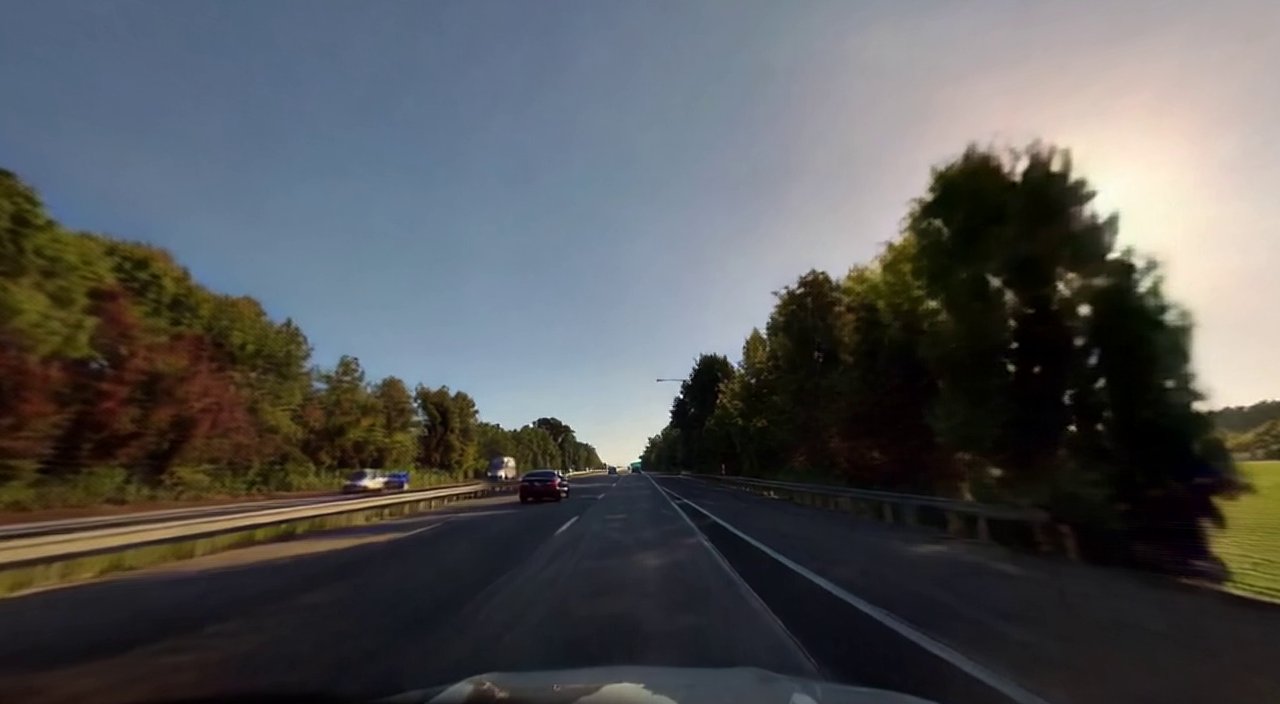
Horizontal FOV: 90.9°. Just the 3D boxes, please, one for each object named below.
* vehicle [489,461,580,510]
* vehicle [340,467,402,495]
[{"bbox_3d":[-3.418,4.466,21.414,2.183,1.435,4.653,0,-10,1],"label":"vehicle"},{"bbox_3d":[-17.101,8.214,40.255,1.880,1.616,4.522,0,-10,1],"label":"vehicle"}]
